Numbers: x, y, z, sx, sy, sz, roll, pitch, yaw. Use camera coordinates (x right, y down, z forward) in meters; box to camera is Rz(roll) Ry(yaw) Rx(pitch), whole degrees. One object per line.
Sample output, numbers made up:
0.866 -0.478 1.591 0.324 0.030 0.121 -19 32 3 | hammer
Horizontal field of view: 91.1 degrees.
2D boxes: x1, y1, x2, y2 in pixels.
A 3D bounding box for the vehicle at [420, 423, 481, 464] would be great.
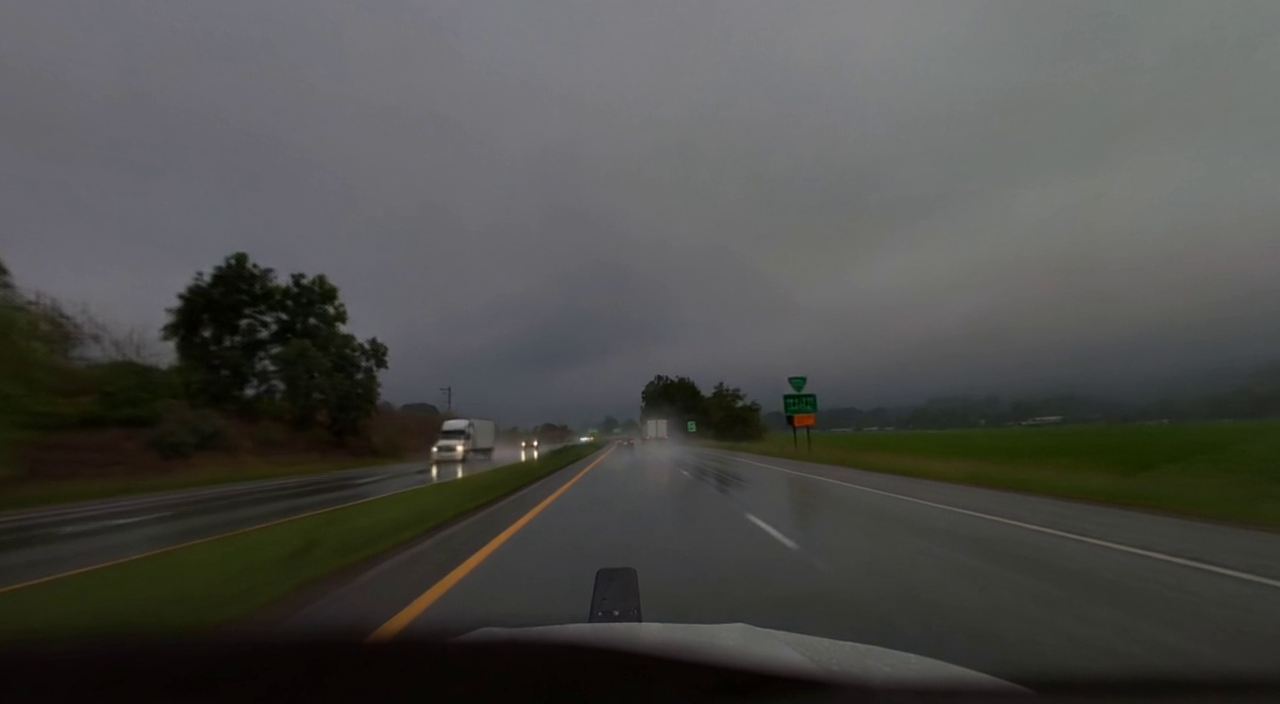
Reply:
-12.948 6.262 43.411 2.337 2.633 5.925 0 -8 0 | vehicle
